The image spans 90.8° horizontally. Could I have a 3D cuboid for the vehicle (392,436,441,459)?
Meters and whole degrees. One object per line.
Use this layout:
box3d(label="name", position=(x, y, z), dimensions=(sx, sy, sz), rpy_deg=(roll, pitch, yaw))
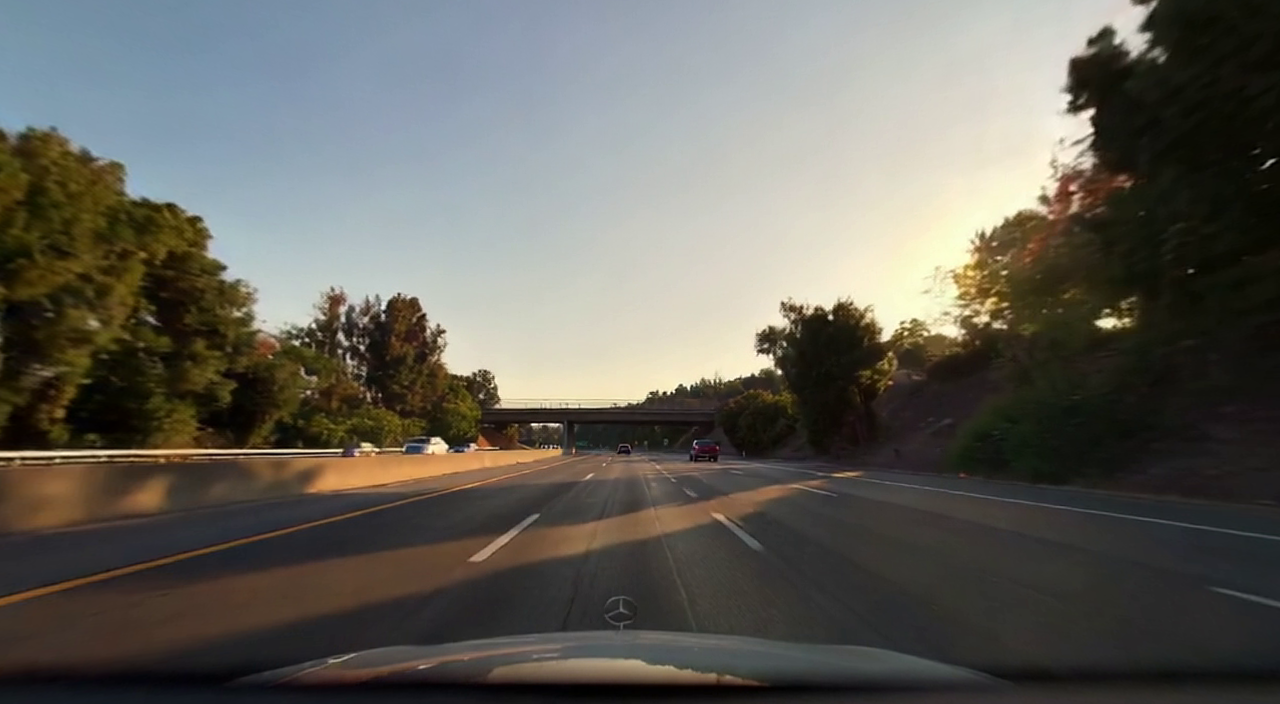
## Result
box3d(label="vehicle", position=(-16.138, 6.916, 45.797), dimensions=(1.945, 1.614, 4.597), rpy_deg=(0, -8, -1))
